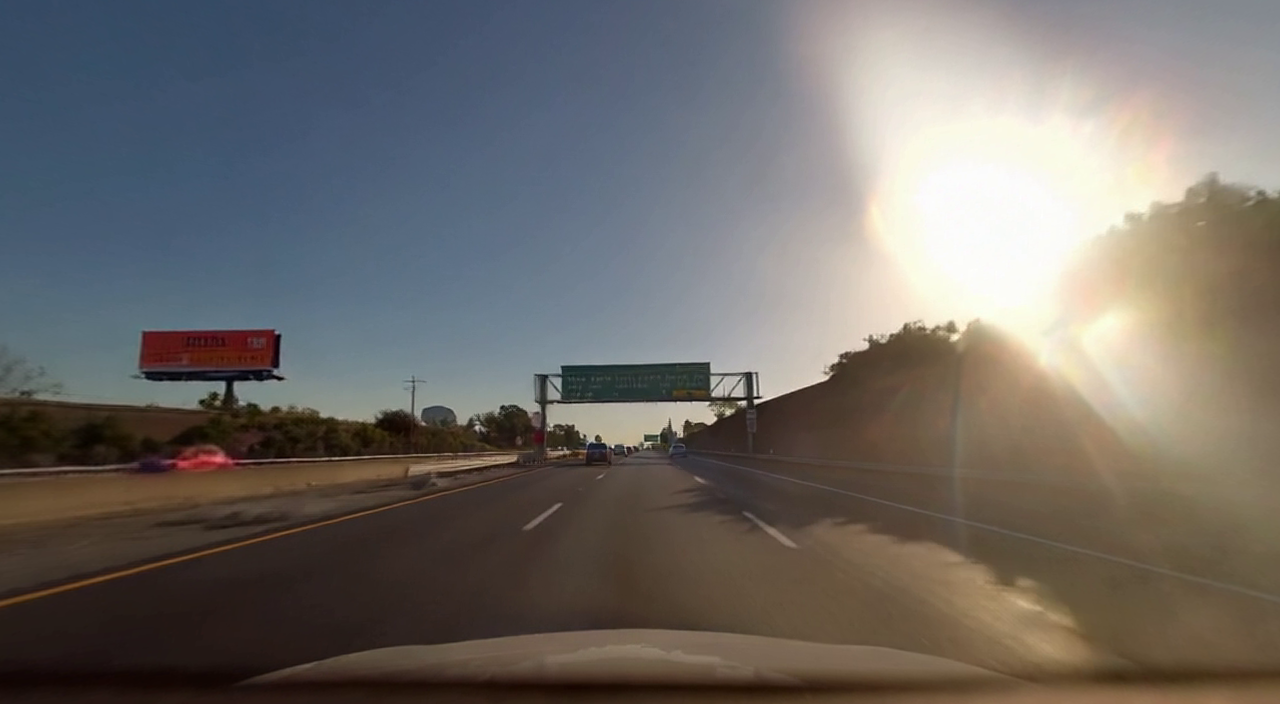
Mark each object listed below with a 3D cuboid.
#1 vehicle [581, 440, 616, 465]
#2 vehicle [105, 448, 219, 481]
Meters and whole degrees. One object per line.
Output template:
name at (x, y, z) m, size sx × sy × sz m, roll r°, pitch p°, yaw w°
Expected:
vehicle at (-3.077, 7.517, 47.227) m, size 2.319 × 1.738 × 4.355 m, roll 0°, pitch -8°, yaw 0°
vehicle at (-23.459, 5.523, 31.220) m, size 2.009 × 1.450 × 4.562 m, roll 0°, pitch -8°, yaw 1°
